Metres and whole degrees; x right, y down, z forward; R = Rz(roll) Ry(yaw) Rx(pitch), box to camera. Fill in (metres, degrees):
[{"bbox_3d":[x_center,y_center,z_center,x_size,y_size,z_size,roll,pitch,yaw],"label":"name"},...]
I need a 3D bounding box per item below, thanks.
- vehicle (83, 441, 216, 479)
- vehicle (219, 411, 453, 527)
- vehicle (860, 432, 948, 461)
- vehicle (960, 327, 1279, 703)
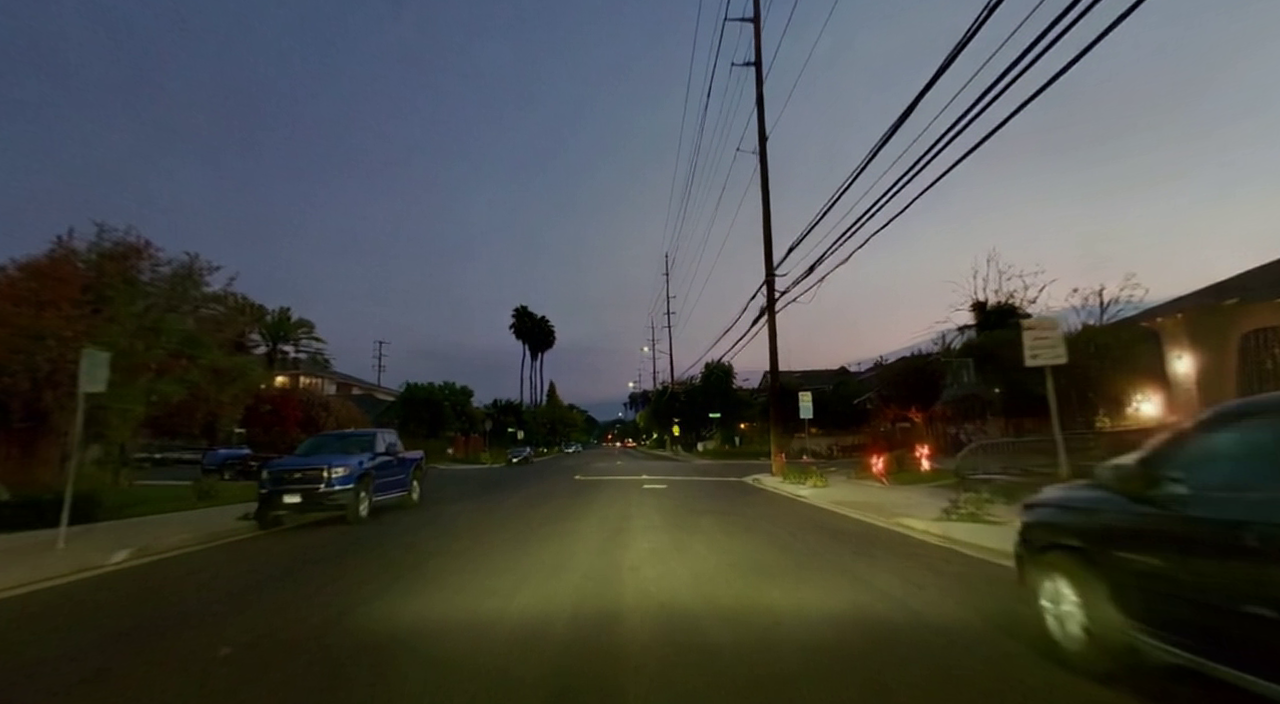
[{"bbox_3d":[-28.534,6.301,36.932,5.660,2.110,2.321,0,-8,-2],"label":"vehicle"},{"bbox_3d":[-6.344,2.526,14.420,2.455,2.045,6.171,0,-8,-2],"label":"vehicle"},{"bbox_3d":[15.764,5.656,37.858,4.381,1.645,2.013,0,-8,-2],"label":"vehicle"},{"bbox_3d":[3.480,0.764,2.197,2.167,1.746,4.541,0,-8,-3],"label":"vehicle"}]
